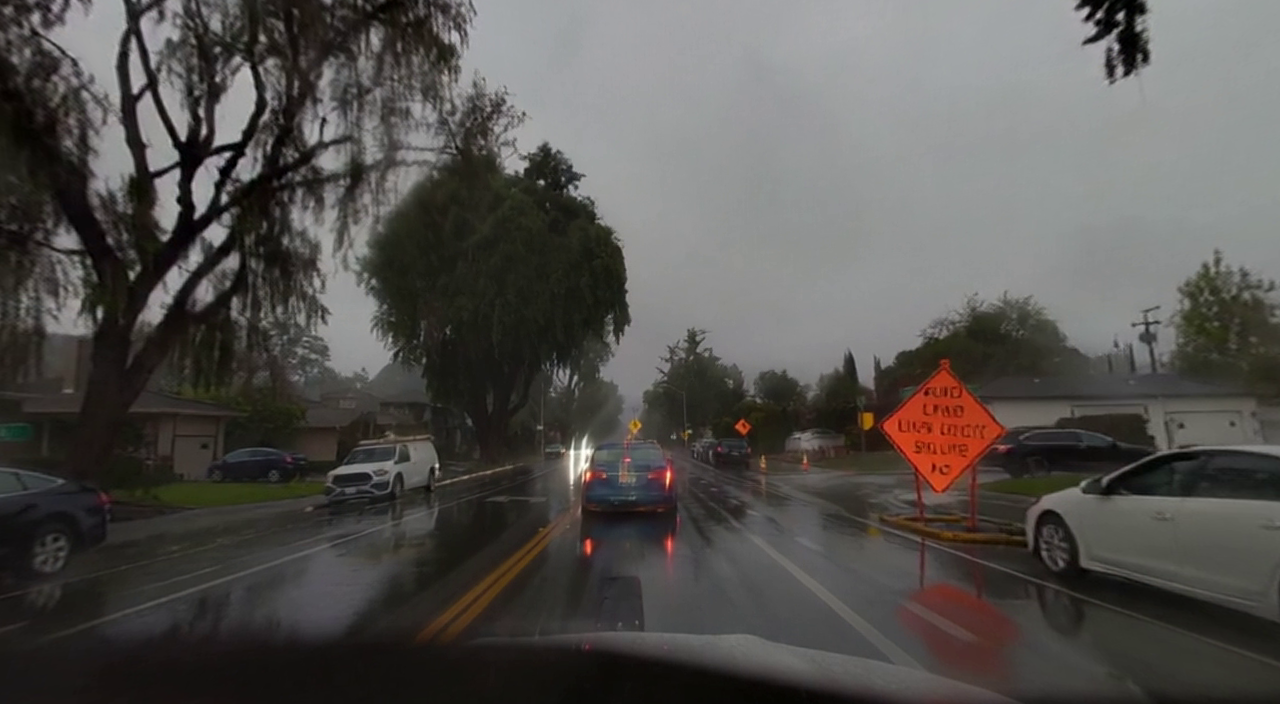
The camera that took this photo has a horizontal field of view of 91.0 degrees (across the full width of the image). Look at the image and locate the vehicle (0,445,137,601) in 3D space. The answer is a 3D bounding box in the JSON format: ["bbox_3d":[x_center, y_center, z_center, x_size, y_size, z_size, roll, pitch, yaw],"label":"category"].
[{"bbox_3d":[-7.961,1.798,6.399,2.036,1.676,4.440,0,-8,-1],"label":"vehicle"}]

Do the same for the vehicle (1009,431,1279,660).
[{"bbox_3d":[5.108,1.355,4.711,1.864,1.480,4.587,0,-8,-1],"label":"vehicle"}]

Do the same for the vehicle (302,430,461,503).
[{"bbox_3d":[-8.156,3.677,20.797,2.659,2.047,6.014,0,-9,1],"label":"vehicle"}]

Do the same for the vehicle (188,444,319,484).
[{"bbox_3d":[-16.649,4.841,27.286,4.468,1.517,1.796,-1,-9,-2],"label":"vehicle"}]

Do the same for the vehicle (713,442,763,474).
[{"bbox_3d":[4.911,5.367,32.068,1.985,1.481,4.116,0,-8,1],"label":"vehicle"}]

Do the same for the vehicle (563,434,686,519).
[{"bbox_3d":[-0.248,2.491,13.124,2.151,1.481,4.084,0,-8,1],"label":"vehicle"}]

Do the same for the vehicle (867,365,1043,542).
[{"bbox_3d":[5.265,1.719,10.923,1.409,2.648,2.645,0,-9,-4],"label":"vehicle"}]
